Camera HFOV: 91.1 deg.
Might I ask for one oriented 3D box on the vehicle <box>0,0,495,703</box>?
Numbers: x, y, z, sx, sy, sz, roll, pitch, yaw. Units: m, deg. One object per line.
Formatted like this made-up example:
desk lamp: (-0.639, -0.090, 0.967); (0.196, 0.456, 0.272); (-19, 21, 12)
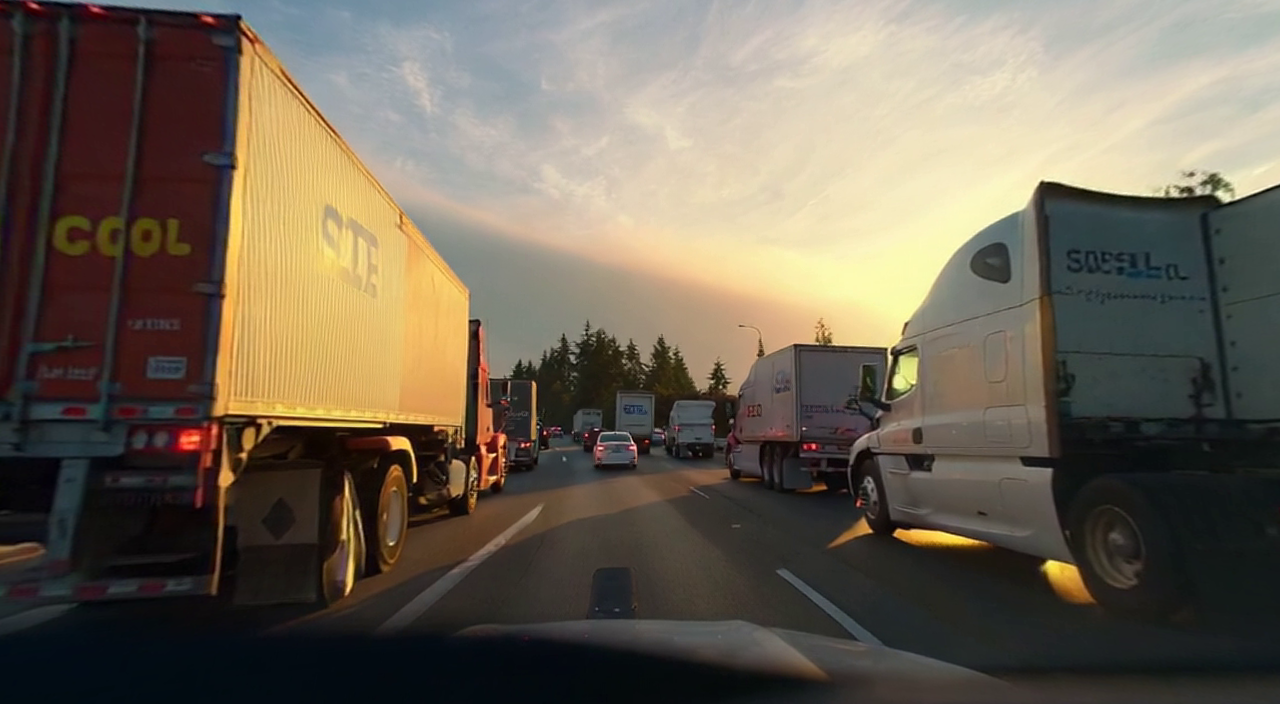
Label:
vehicle: (-3.897, 0.358, 7.150); (2.822, 3.788, 8.799); (0, -8, -3)

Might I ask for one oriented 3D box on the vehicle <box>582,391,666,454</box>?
vehicle: (-1.633, 5.527, 47.974); (2.899, 4.112, 13.912); (2, -8, -16)

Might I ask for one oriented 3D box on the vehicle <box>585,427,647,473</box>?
vehicle: (-1.005, 3.638, 23.712); (2.060, 1.540, 4.374); (1, -8, -6)

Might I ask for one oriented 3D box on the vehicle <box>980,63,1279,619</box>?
vehicle: (7.836, -0.593, 1.027); (2.820, 4.084, 13.786); (3, -8, -23)
